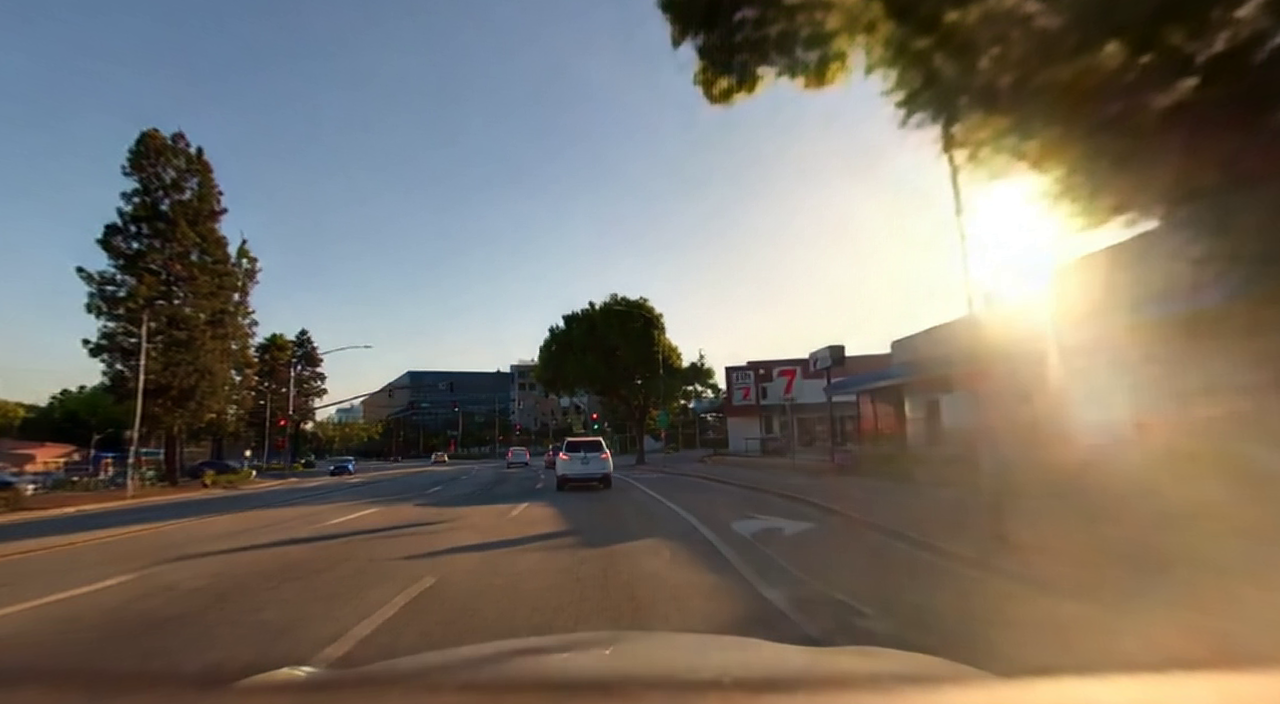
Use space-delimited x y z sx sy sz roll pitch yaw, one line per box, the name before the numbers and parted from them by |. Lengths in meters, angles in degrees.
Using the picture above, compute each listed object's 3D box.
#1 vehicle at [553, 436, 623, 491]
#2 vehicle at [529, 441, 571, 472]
vehicle | -1.910 3.903 22.391 2.227 1.733 3.930 1 -9 -7
vehicle | -6.097 7.010 42.430 2.067 1.947 4.628 3 -9 -16
